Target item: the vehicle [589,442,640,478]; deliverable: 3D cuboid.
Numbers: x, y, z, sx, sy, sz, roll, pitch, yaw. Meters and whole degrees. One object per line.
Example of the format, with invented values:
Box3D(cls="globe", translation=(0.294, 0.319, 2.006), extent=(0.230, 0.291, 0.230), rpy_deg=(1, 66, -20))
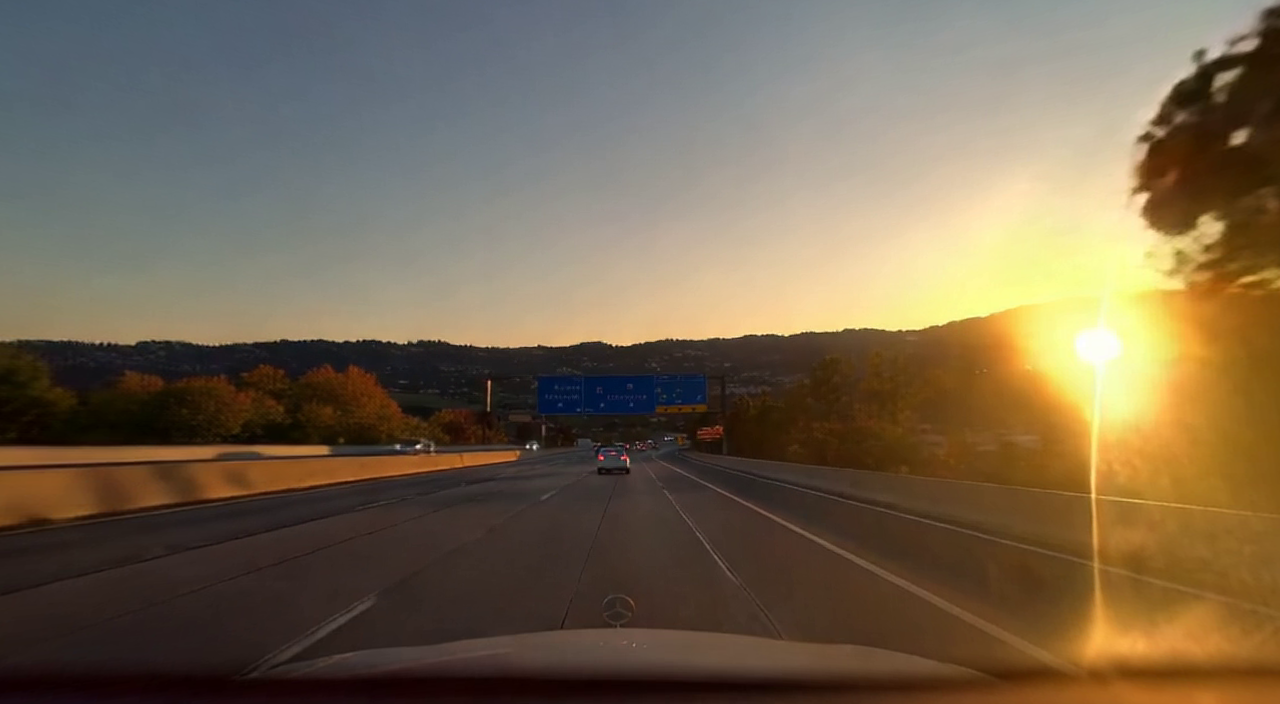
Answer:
Box3D(cls="vehicle", translation=(-1.112, 5.012, 29.195), extent=(2.055, 1.509, 4.255), rpy_deg=(-1, -9, 2))
